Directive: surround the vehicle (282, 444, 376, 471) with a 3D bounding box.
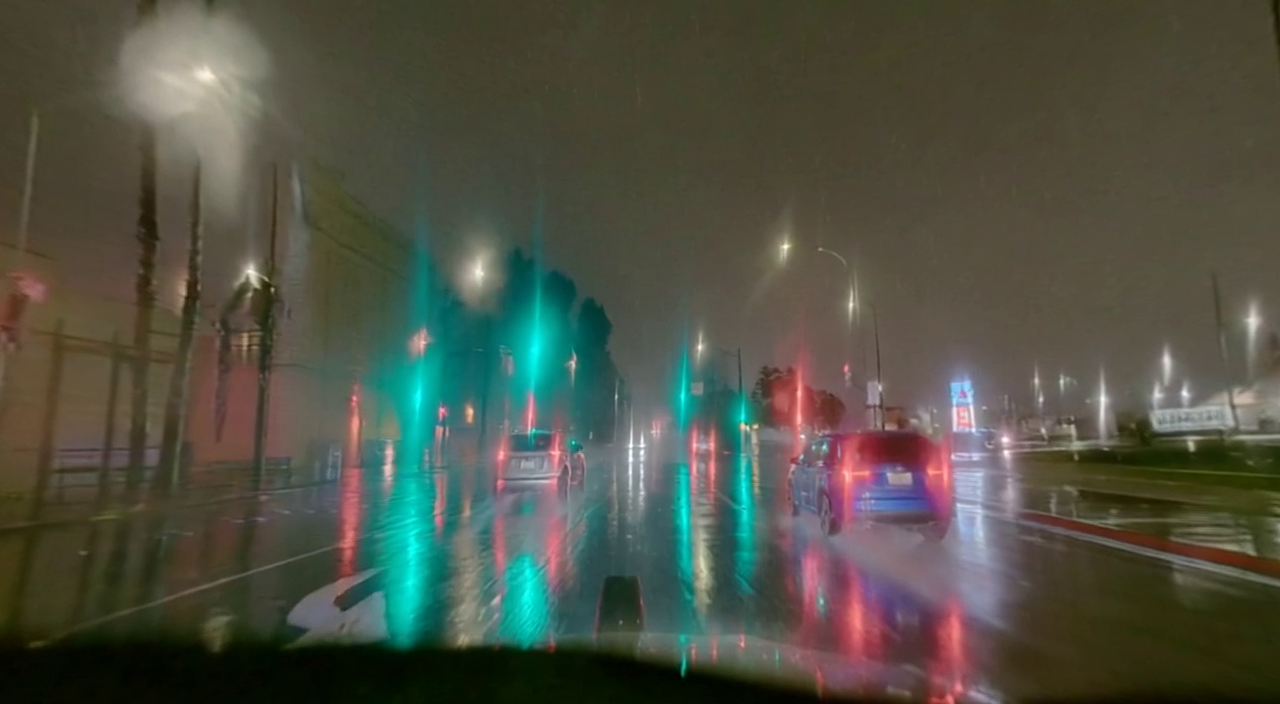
[{"bbox_3d":[-19.390,6.571,39.542,4.834,1.589,1.907,1,-8,-6],"label":"vehicle"}]

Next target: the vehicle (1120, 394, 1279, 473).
[{"bbox_3d":[16.683,2.424,18.489,5.652,1.992,2.202,5,-10,-32],"label":"vehicle"}]

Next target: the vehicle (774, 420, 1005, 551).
[{"bbox_3d":[3.662,2.038,10.329,1.983,1.654,4.354,0,-8,0],"label":"vehicle"}]

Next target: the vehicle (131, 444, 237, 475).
[{"bbox_3d":[-27.541,6.483,38.289,4.683,1.748,2.076,0,-8,-3],"label":"vehicle"}]

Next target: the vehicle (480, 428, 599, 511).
[{"bbox_3d":[-2.185,2.727,15.113,2.063,1.664,4.471,0,-8,1],"label":"vehicle"}]

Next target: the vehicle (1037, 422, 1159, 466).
[{"bbox_3d":[17.649,3.547,24.342,4.322,1.568,1.918,4,-10,-27],"label":"vehicle"}]
